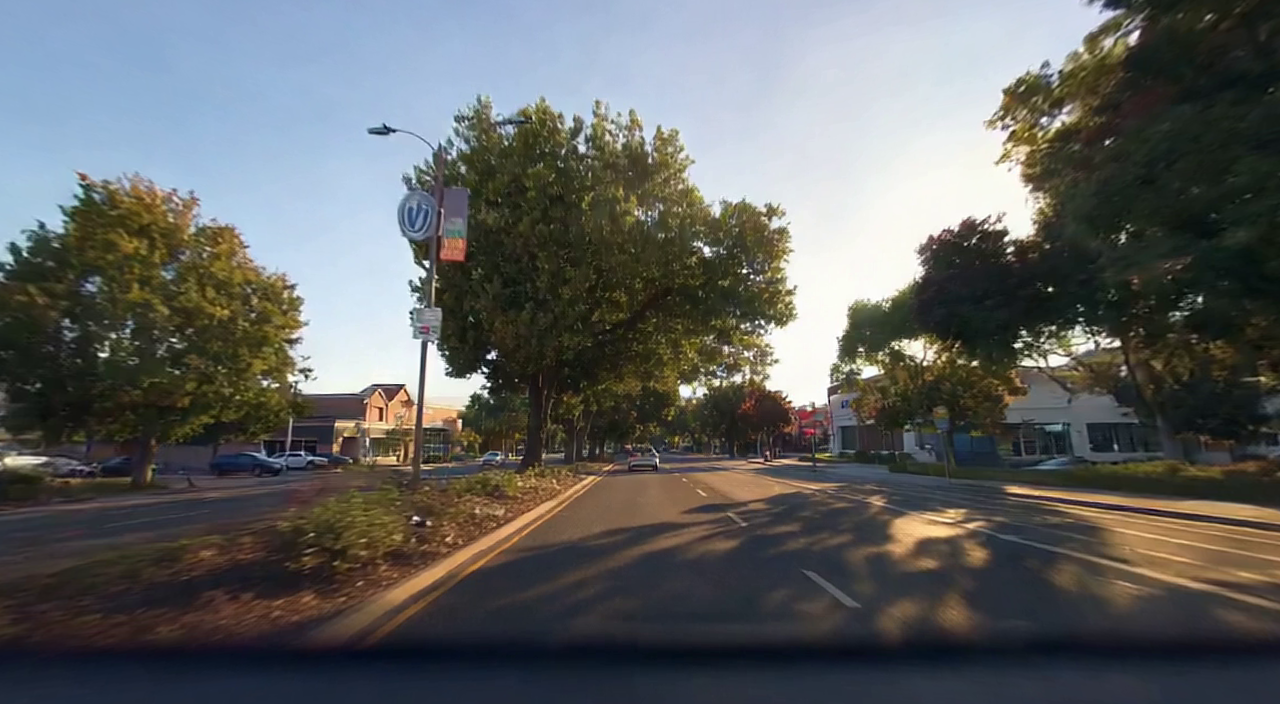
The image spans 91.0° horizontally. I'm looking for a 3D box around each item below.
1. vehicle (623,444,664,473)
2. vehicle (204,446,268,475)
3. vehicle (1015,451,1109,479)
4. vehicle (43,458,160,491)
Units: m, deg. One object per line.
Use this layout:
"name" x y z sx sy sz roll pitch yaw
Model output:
"vehicle" 0.106 5.556 33.059 1.998 1.452 3.773 0 -8 -2
"vehicle" -28.262 7.580 44.239 2.061 1.871 5.360 2 -9 -14
"vehicle" 24.292 6.491 36.498 1.863 1.454 4.758 1 -9 -5
"vehicle" -27.619 6.250 32.522 1.925 1.450 4.770 0 -9 -1
